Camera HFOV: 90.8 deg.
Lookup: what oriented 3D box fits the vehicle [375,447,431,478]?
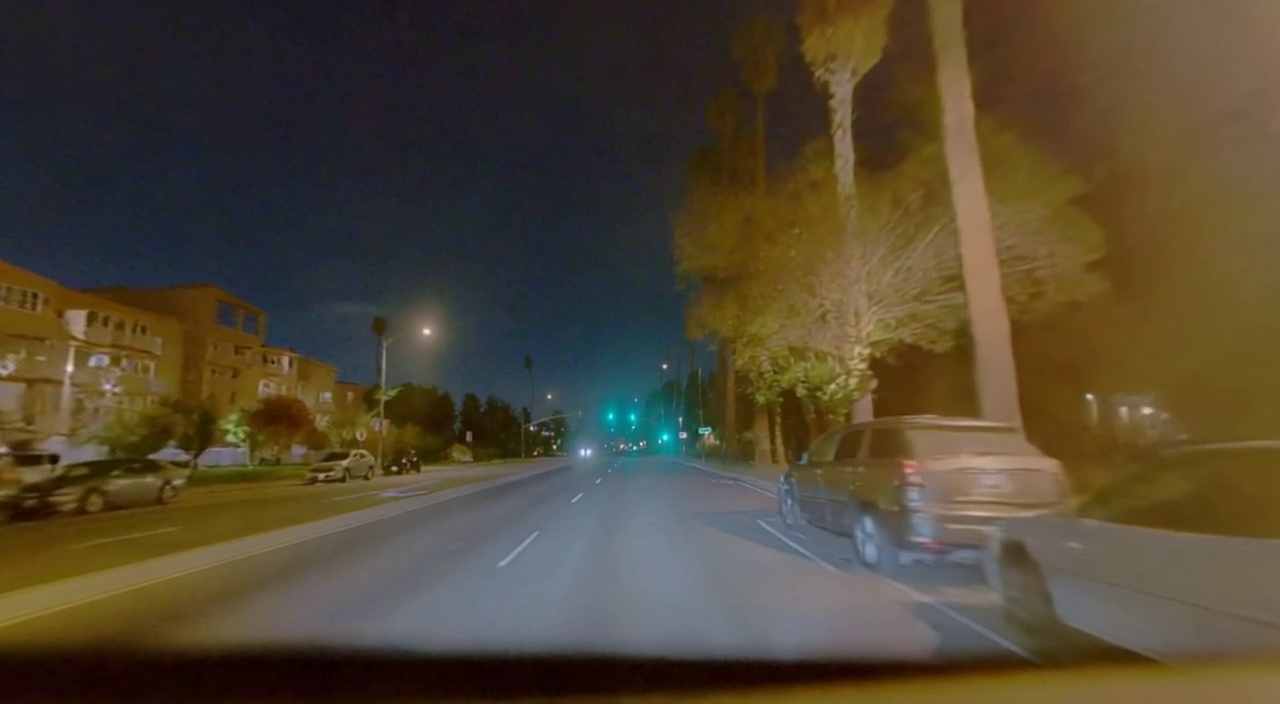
[{"bbox_3d":[-14.448,6.732,38.769,1.890,1.568,4.444,-2,-7,-2],"label":"vehicle"}]

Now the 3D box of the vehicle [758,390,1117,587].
[{"bbox_3d":[3.414,1.728,8.859,2.386,1.916,5.167,0,-9,-2],"label":"vehicle"}]

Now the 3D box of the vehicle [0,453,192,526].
[{"bbox_3d":[-13.852,3.368,15.997,1.916,1.459,4.222,-1,-8,0],"label":"vehicle"}]

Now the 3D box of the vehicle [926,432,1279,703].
[{"bbox_3d":[3.530,1.127,3.131,1.911,1.416,4.720,0,-9,-1],"label":"vehicle"}]

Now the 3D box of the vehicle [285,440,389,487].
[{"bbox_3d":[-14.152,5.210,30.023,2.245,1.904,5.805,-1,-7,-1],"label":"vehicle"}]
